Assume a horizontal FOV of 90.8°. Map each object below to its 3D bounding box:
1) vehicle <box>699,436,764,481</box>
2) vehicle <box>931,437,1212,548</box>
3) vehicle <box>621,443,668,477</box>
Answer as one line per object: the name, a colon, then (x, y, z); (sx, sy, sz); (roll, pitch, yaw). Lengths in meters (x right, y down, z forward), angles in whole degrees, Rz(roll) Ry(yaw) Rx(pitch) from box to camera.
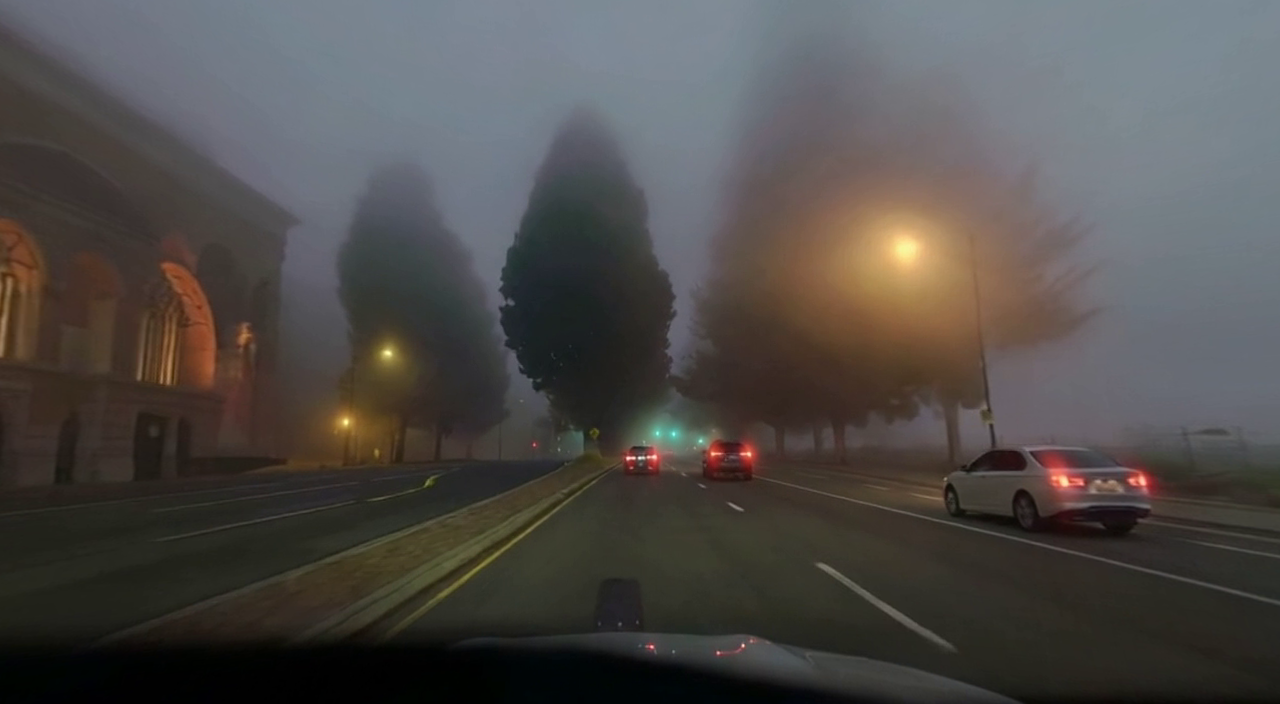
vehicle: (3.802, 4.527, 27.060); (2.036, 1.757, 4.300); (0, -9, -1)
vehicle: (7.021, 2.290, 10.994); (1.868, 1.472, 4.274); (2, -9, 0)
vehicle: (0.227, 4.972, 29.241); (2.054, 1.446, 3.969); (0, -9, 1)
